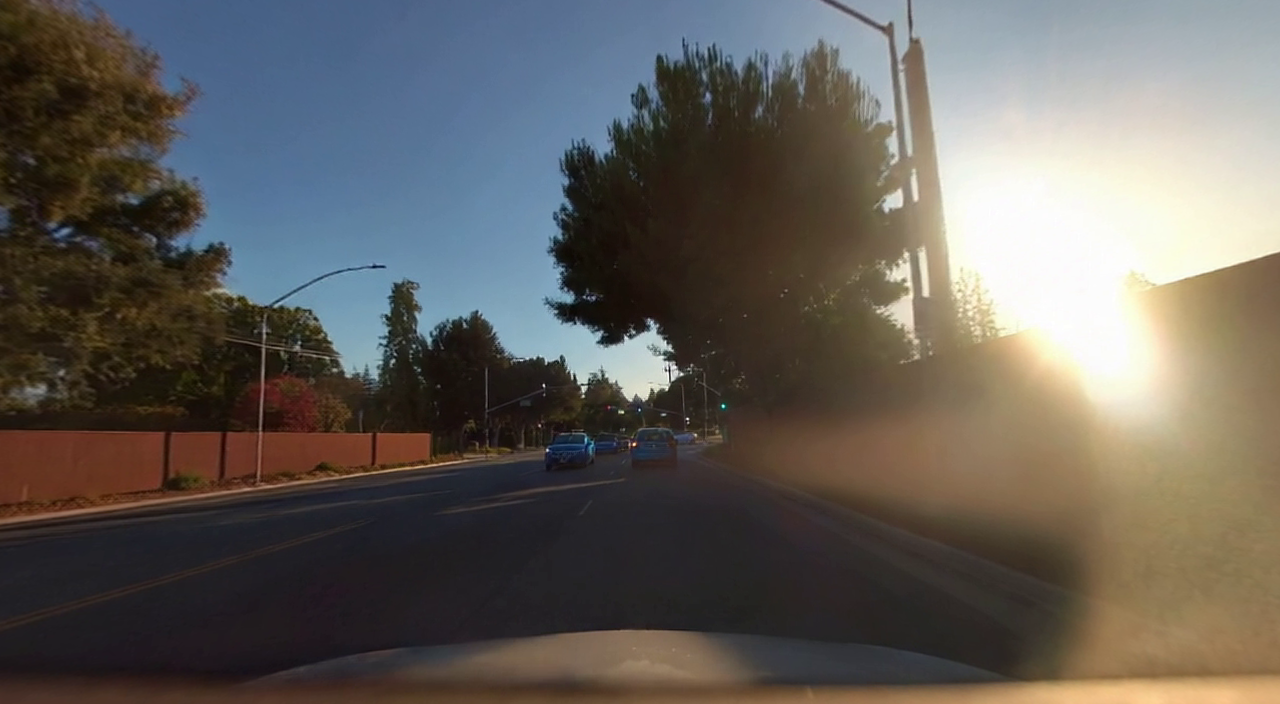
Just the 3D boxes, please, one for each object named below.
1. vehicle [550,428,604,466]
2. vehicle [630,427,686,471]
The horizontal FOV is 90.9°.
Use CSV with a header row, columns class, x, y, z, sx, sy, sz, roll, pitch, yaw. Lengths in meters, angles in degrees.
class,x,y,z,sx,sy,sz,roll,pitch,yaw
vehicle,-3.069,4.737,31.536,2.190,1.766,4.394,0,-8,1
vehicle,0.712,4.031,26.221,2.127,1.665,3.993,0,-8,1
